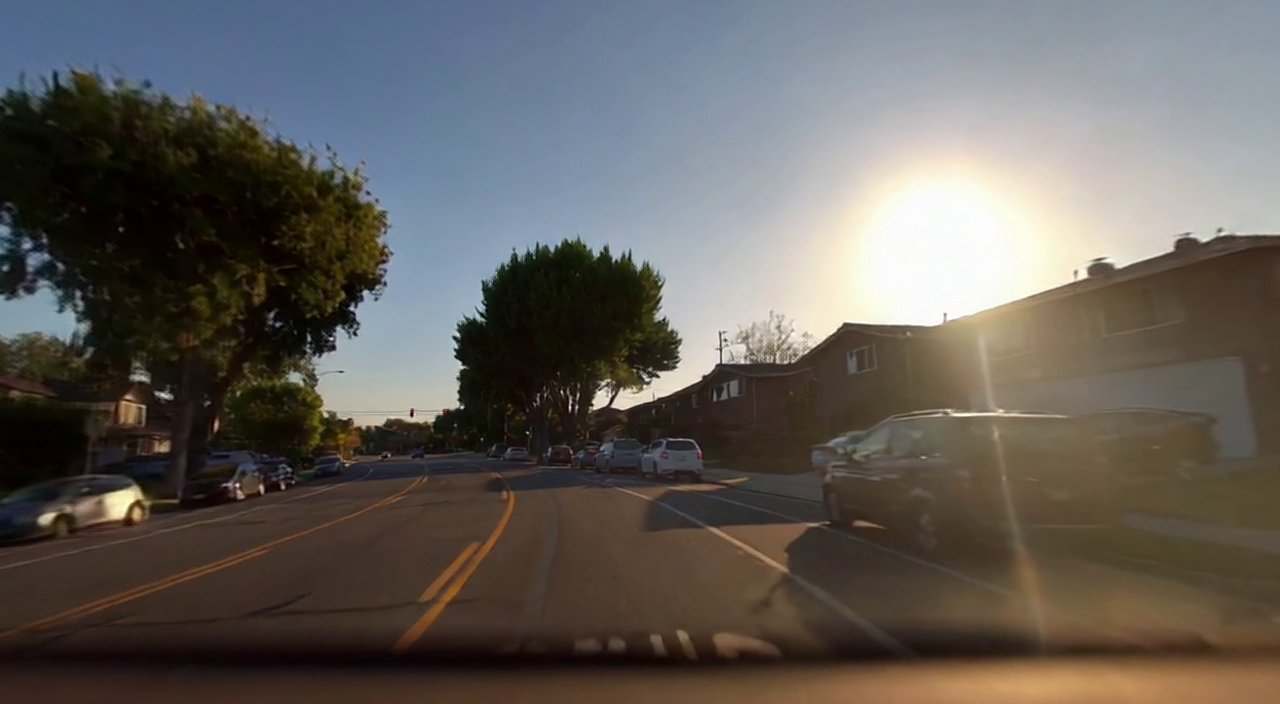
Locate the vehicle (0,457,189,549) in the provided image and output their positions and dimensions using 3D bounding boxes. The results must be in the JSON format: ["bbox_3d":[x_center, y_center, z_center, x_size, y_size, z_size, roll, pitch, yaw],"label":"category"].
[{"bbox_3d":[-12.596,3.269,13.999,2.292,1.499,4.661,-5,-7,-9],"label":"vehicle"}]

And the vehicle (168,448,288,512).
[{"bbox_3d":[-14.687,4.514,22.767,1.992,1.677,4.499,-5,-6,-11],"label":"vehicle"}]

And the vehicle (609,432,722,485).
[{"bbox_3d":[0.799,4.357,25.876,2.723,1.785,7.174,4,-10,-13],"label":"vehicle"}]

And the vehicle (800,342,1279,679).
[{"bbox_3d":[4.305,1.445,7.136,2.402,1.889,6.910,4,-9,-7],"label":"vehicle"}]

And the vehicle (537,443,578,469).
[{"bbox_3d":[-6.414,7.956,48.469,2.348,1.804,5.207,1,-8,-16],"label":"vehicle"}]

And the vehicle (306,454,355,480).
[{"bbox_3d":[-21.435,7.951,43.743,1.932,1.468,4.305,-5,-7,-12],"label":"vehicle"}]
